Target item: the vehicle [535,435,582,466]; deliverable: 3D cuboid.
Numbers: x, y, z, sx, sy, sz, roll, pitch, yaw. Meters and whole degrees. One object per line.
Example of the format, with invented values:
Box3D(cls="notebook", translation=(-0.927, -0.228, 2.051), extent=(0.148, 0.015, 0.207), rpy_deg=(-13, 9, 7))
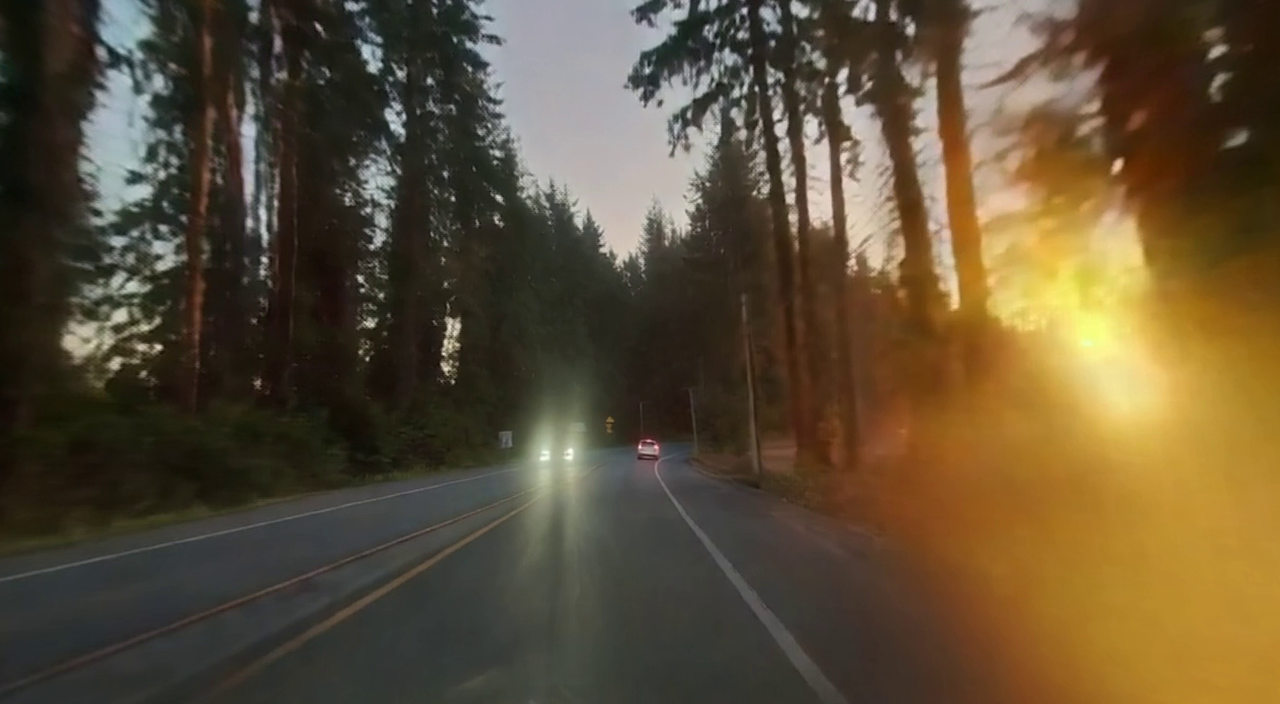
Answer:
Box3D(cls="vehicle", translation=(-4.879, 5.982, 38.463), extent=(2.140, 1.727, 4.202), rpy_deg=(-1, -9, 3))
